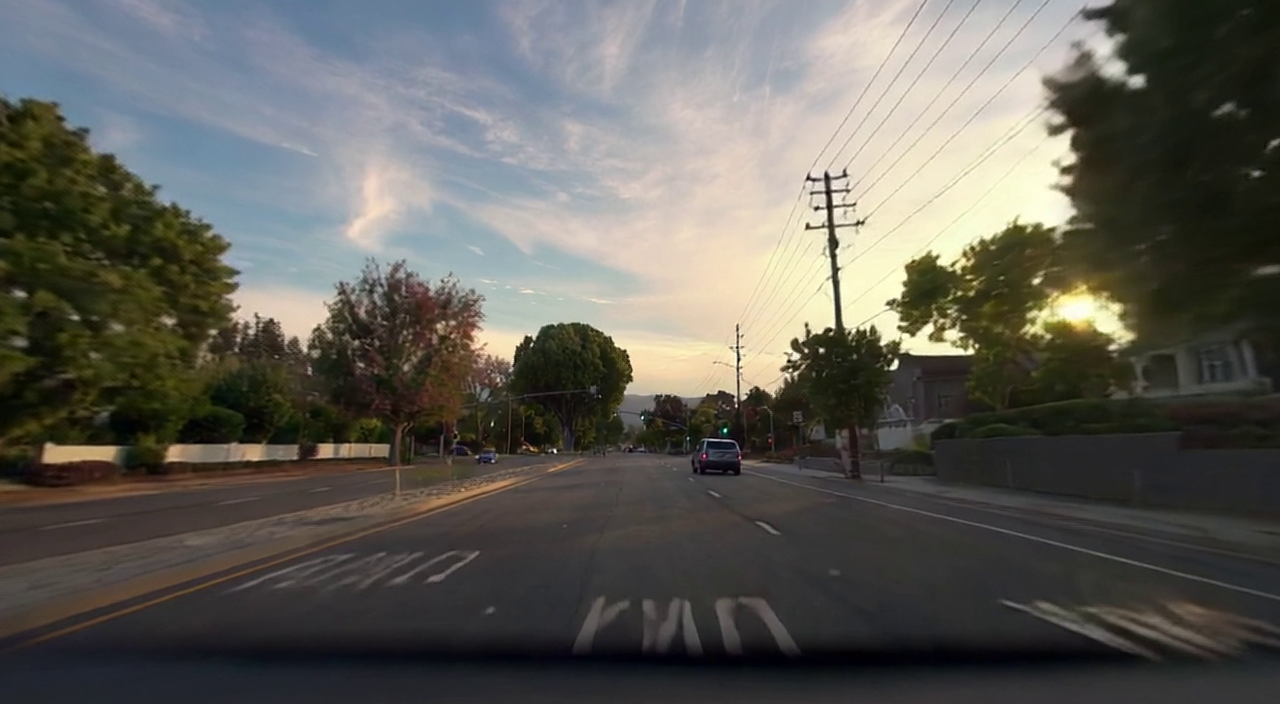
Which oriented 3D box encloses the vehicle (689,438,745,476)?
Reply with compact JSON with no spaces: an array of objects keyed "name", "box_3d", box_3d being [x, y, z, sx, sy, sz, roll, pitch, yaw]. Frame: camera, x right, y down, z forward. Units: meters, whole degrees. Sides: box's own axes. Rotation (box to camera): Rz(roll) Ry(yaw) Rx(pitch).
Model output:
[{"name":"vehicle","box_3d":[3.857,5.371,32.437,2.240,1.781,4.433,0,-9,-1]}]
